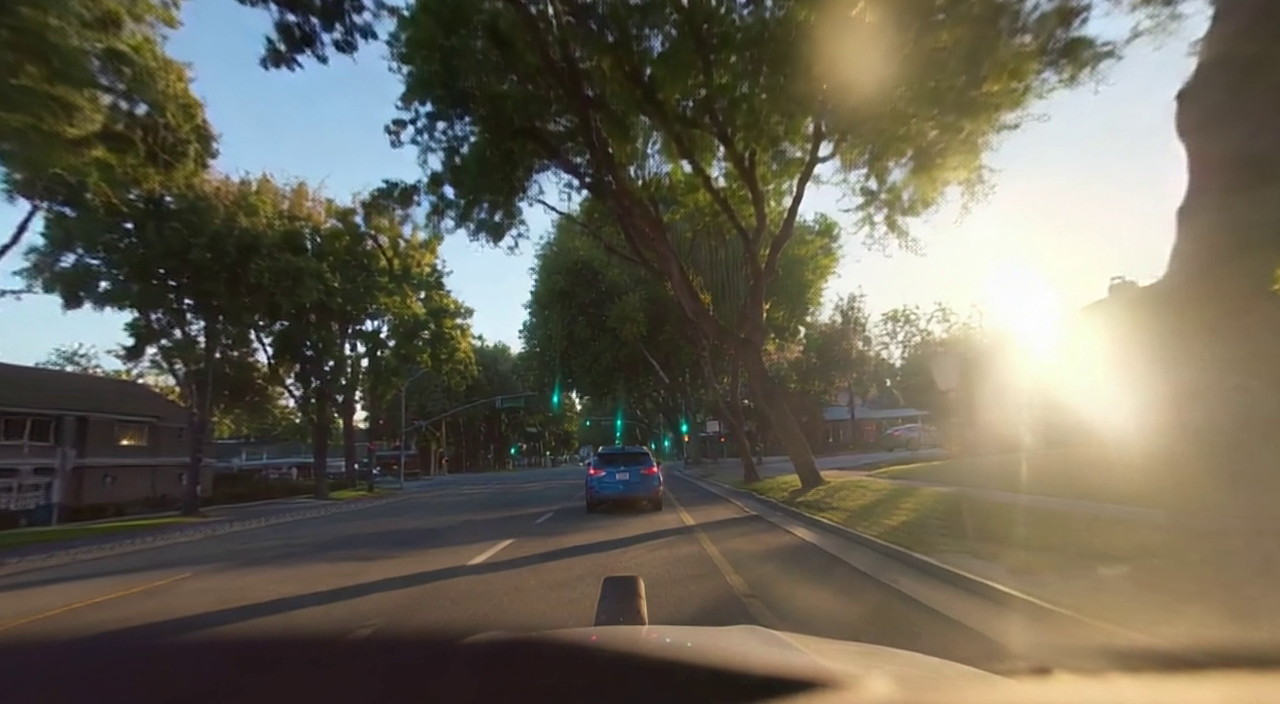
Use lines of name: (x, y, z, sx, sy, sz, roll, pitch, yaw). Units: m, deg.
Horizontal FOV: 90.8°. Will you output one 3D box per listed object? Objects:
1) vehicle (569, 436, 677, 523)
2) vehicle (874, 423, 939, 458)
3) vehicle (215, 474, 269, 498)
vehicle: (-0.364, 2.844, 14.497, 2.136, 1.703, 3.910, 0, -9, -1)
vehicle: (16.280, 5.539, 38.915, 2.039, 1.990, 5.111, -1, -9, 4)
vehicle: (-28.656, 9.658, 45.596, 1.771, 1.435, 4.144, -3, -11, -9)
